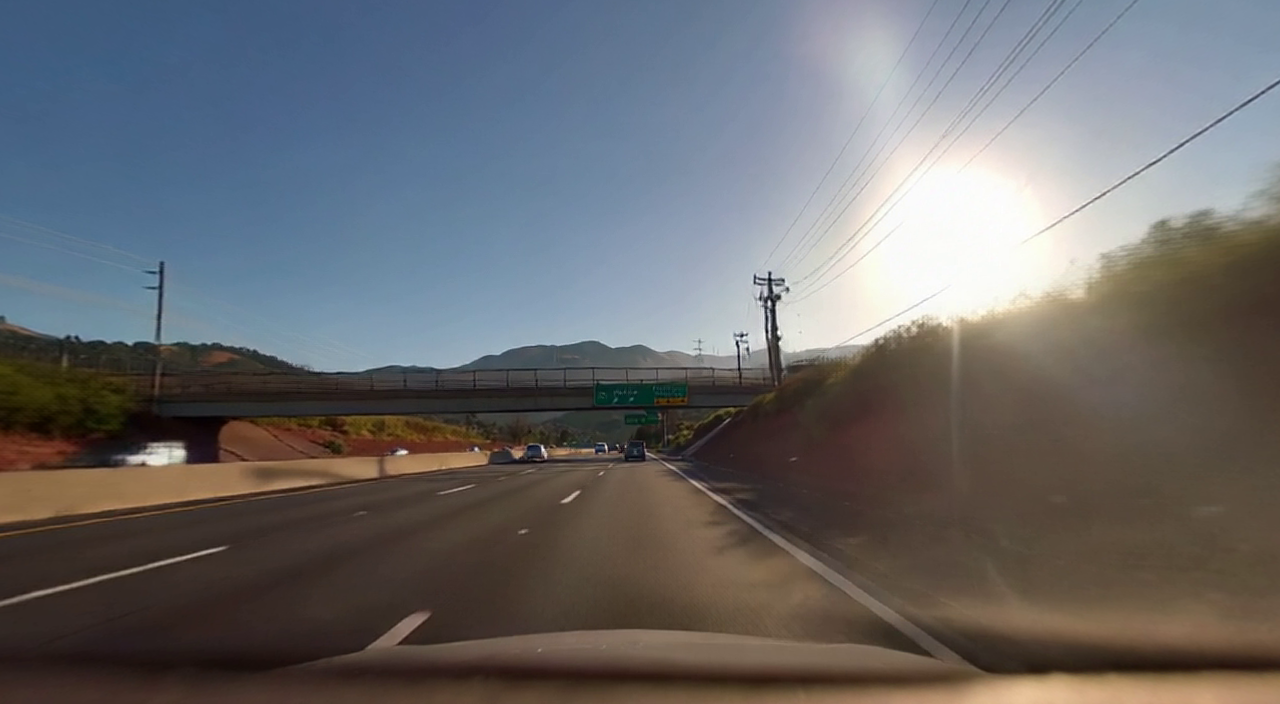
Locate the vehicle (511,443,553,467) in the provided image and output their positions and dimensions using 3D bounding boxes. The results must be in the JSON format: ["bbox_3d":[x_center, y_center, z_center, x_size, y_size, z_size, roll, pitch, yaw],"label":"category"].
[{"bbox_3d":[-7.343,7.025,43.363,2.077,1.511,4.323,0,-8,1],"label":"vehicle"}]

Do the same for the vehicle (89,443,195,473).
[{"bbox_3d":[-35.683,7.578,45.573,2.391,1.995,6.473,0,-8,0],"label":"vehicle"}]

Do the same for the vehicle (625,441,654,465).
[{"bbox_3d":[-0.042,7.434,46.685,2.063,1.715,4.299,0,-8,0],"label":"vehicle"}]
